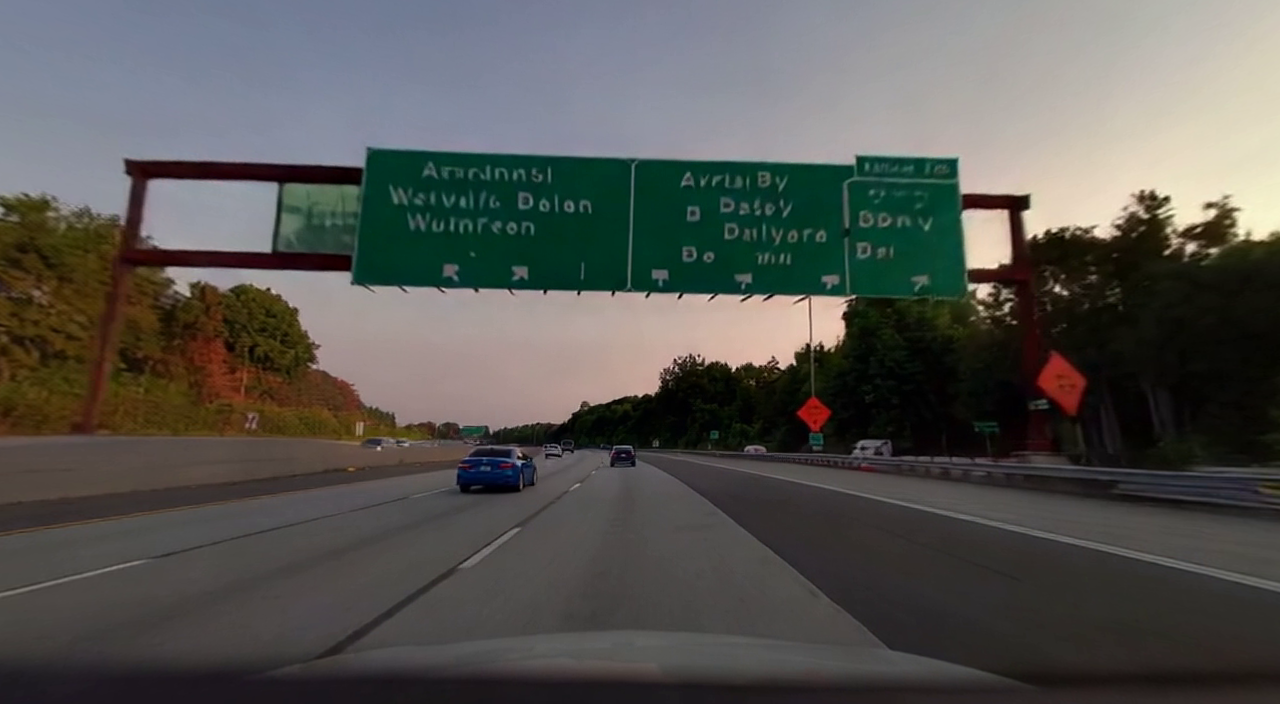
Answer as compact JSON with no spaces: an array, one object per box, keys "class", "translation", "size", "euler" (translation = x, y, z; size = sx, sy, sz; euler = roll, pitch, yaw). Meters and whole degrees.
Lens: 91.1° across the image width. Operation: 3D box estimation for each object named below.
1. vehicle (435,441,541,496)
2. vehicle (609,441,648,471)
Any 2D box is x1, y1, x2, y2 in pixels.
[{"class":"vehicle","translation":[-4.286,3.334,18.449],"size":[2.001,1.415,4.360],"euler":[0,-8,0]},{"class":"vehicle","translation":[-0.630,5.647,34.354],"size":[1.963,1.462,4.681],"euler":[0,-8,-1]}]
